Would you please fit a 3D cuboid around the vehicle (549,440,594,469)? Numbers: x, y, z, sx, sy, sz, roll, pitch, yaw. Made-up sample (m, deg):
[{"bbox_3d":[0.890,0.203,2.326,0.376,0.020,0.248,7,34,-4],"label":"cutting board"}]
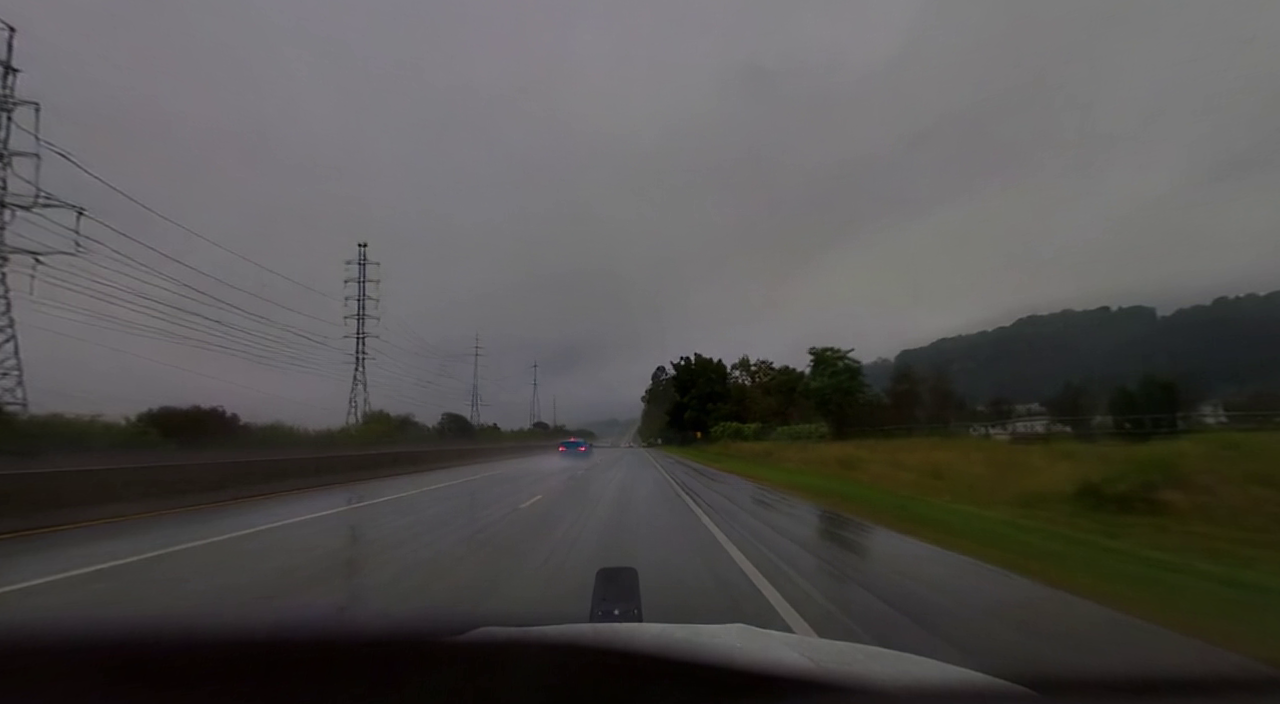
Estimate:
[{"bbox_3d":[-3.966,5.995,37.185,2.158,1.604,4.679,0,-8,0],"label":"vehicle"}]
